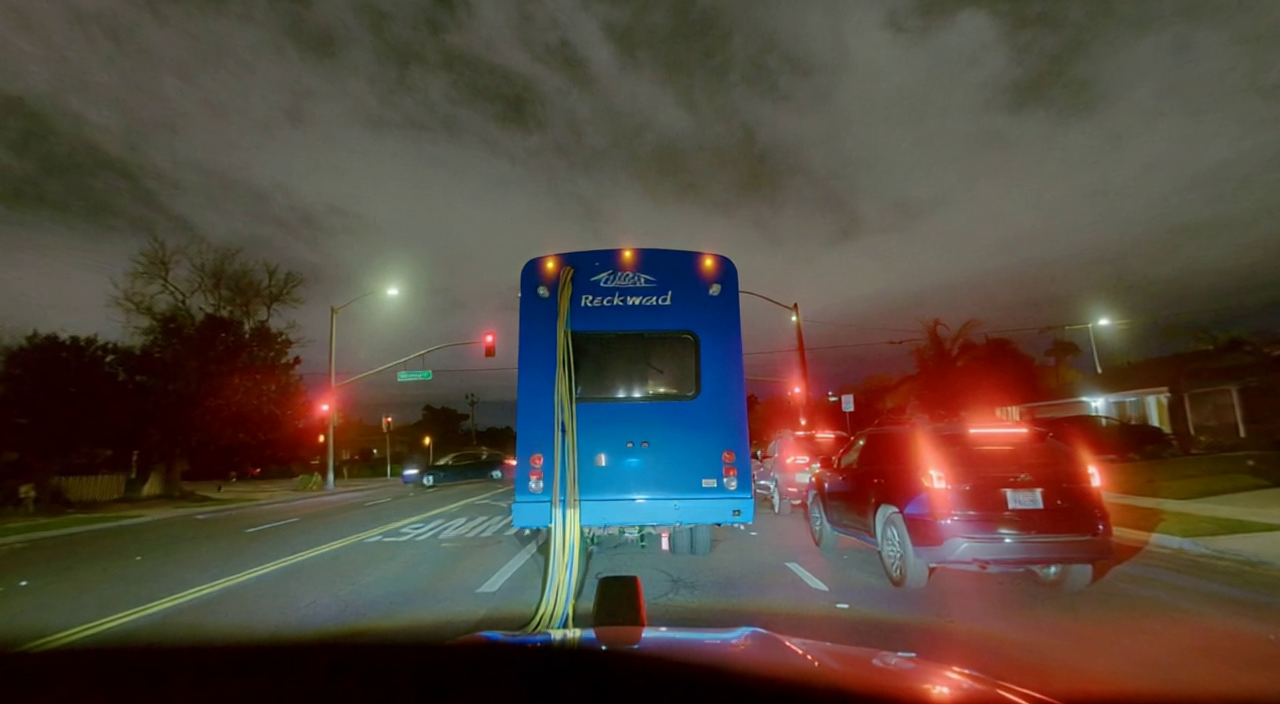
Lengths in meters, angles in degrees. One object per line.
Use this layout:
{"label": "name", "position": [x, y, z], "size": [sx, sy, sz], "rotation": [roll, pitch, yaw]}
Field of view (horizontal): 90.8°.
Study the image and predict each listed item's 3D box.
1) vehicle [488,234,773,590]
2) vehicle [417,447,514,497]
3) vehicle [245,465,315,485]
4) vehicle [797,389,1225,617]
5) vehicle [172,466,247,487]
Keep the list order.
{"label": "vehicle", "position": [-0.097, 1.133, 10.327], "size": [2.709, 3.511, 8.213], "rotation": [0, -9, 0]}
{"label": "vehicle", "position": [-5.790, 4.012, 21.631], "size": [1.979, 1.483, 4.668], "rotation": [0, -9, 0]}
{"label": "vehicle", "position": [-27.413, 9.364, 48.139], "size": [4.187, 1.445, 1.809], "rotation": [0, -9, 0]}
{"label": "vehicle", "position": [3.407, 1.490, 7.131], "size": [2.104, 1.735, 4.408], "rotation": [0, -9, 0]}
{"label": "vehicle", "position": [-32.646, 9.412, 47.957], "size": [4.311, 1.458, 1.707], "rotation": [0, -9, -3]}
